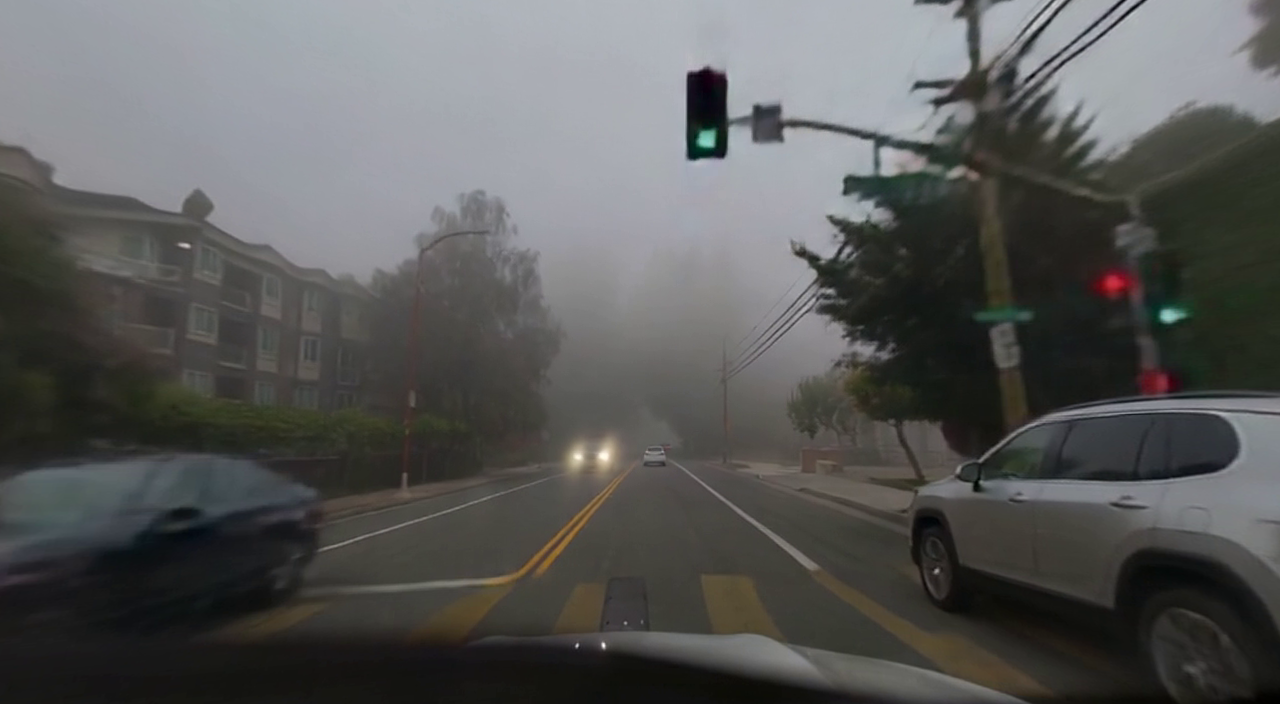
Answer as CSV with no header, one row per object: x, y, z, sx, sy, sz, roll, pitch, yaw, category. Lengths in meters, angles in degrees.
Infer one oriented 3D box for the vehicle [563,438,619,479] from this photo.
-2.586,5.836,34.894,2.469,2.023,5.896,0,-9,1,vehicle

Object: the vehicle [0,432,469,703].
-3.091,1.495,5.386,2.170,1.513,4.270,0,-9,-2,vehicle

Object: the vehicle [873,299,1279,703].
3.335,0.984,3.726,2.130,1.863,4.844,0,-9,1,vehicle

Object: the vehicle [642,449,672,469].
1.238,8.032,47.473,2.097,1.463,4.043,0,-9,0,vehicle
